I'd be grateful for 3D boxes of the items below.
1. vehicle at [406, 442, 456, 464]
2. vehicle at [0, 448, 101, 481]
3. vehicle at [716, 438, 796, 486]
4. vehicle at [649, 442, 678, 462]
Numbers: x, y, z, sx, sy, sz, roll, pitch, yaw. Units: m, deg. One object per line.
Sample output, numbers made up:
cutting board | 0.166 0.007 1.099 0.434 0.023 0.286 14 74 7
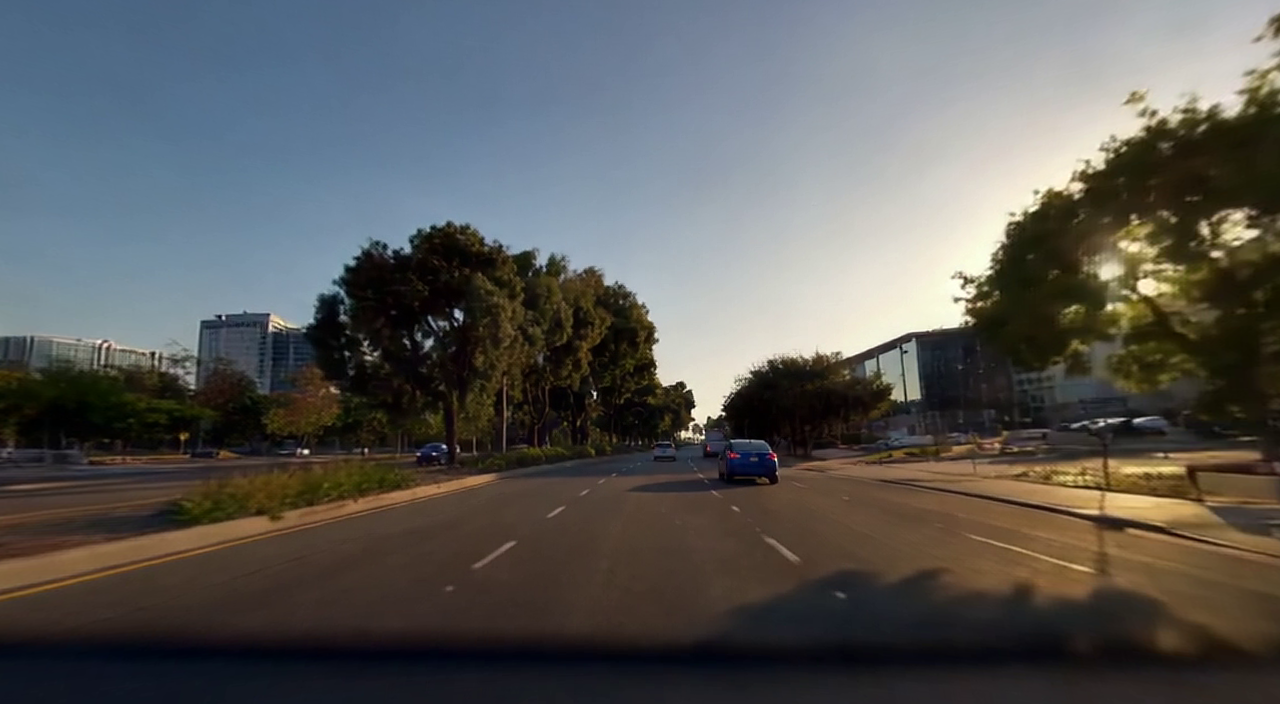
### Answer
vehicle | -15.200 7.351 46.063 2.055 1.495 4.772 0 -8 0
vehicle | -27.659 5.074 28.575 4.456 1.428 1.950 1 -8 -6
vehicle | 3.941 3.807 22.149 1.981 1.499 4.536 0 -8 0
vehicle | 1.891 7.871 49.651 2.059 1.477 3.988 -1 -8 5
